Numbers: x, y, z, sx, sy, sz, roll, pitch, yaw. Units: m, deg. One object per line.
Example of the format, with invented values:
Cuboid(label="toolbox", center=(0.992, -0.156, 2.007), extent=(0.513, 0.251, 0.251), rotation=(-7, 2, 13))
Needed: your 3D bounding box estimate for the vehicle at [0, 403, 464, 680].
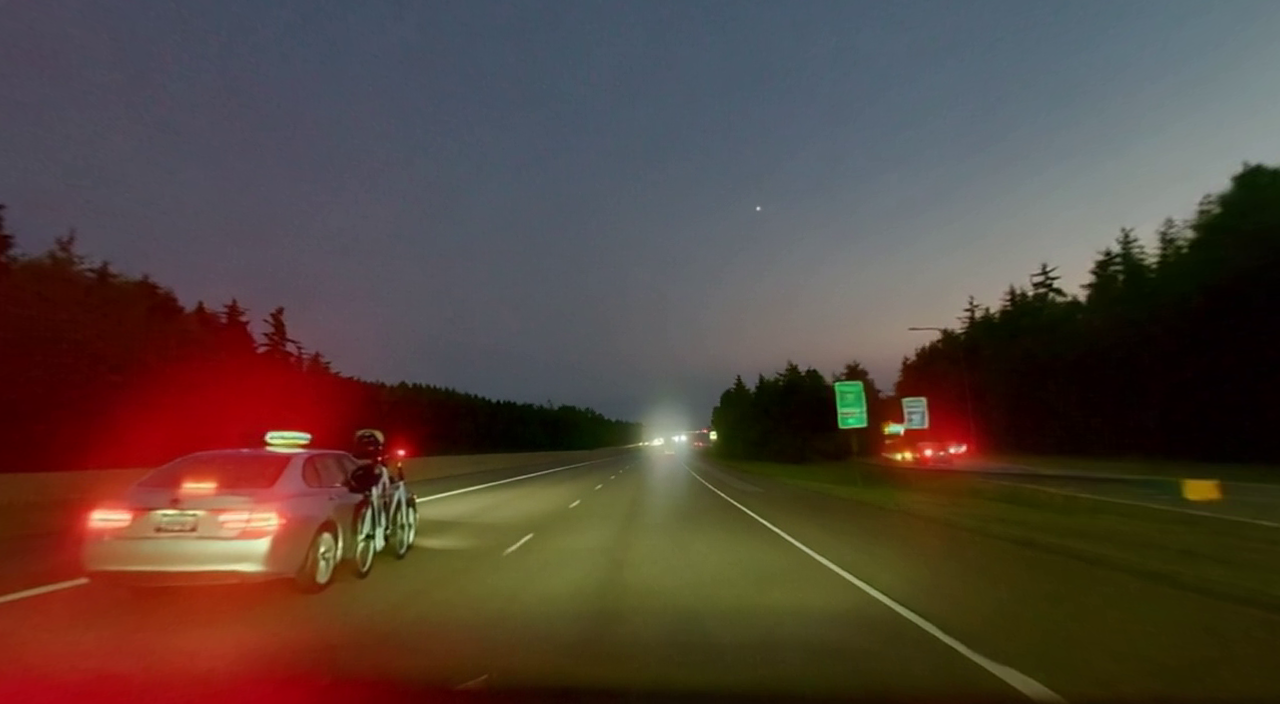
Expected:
Cuboid(label="vehicle", center=(-3.312, 1.411, 5.816), extent=(2.108, 1.557, 4.344), rotation=(0, -9, 0))
